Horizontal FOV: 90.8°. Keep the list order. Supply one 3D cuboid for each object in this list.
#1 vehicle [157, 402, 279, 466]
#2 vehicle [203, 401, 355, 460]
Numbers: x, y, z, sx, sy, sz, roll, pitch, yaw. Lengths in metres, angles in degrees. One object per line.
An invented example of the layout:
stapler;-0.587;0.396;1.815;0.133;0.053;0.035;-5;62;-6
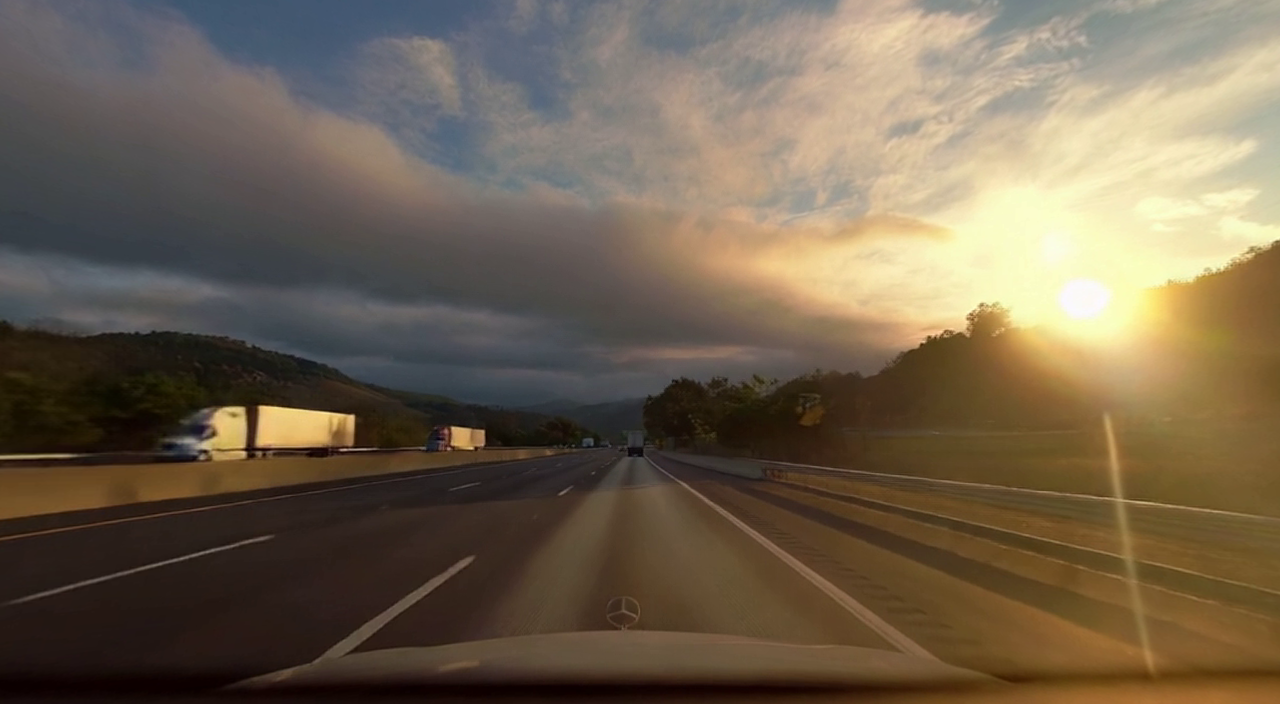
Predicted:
vehicle;-25.245;5.014;38.173;3.142;3.491;5.895;0;-9;0
vehicle;-25.276;5.843;45.615;3.095;3.605;13.571;0;-9;0
